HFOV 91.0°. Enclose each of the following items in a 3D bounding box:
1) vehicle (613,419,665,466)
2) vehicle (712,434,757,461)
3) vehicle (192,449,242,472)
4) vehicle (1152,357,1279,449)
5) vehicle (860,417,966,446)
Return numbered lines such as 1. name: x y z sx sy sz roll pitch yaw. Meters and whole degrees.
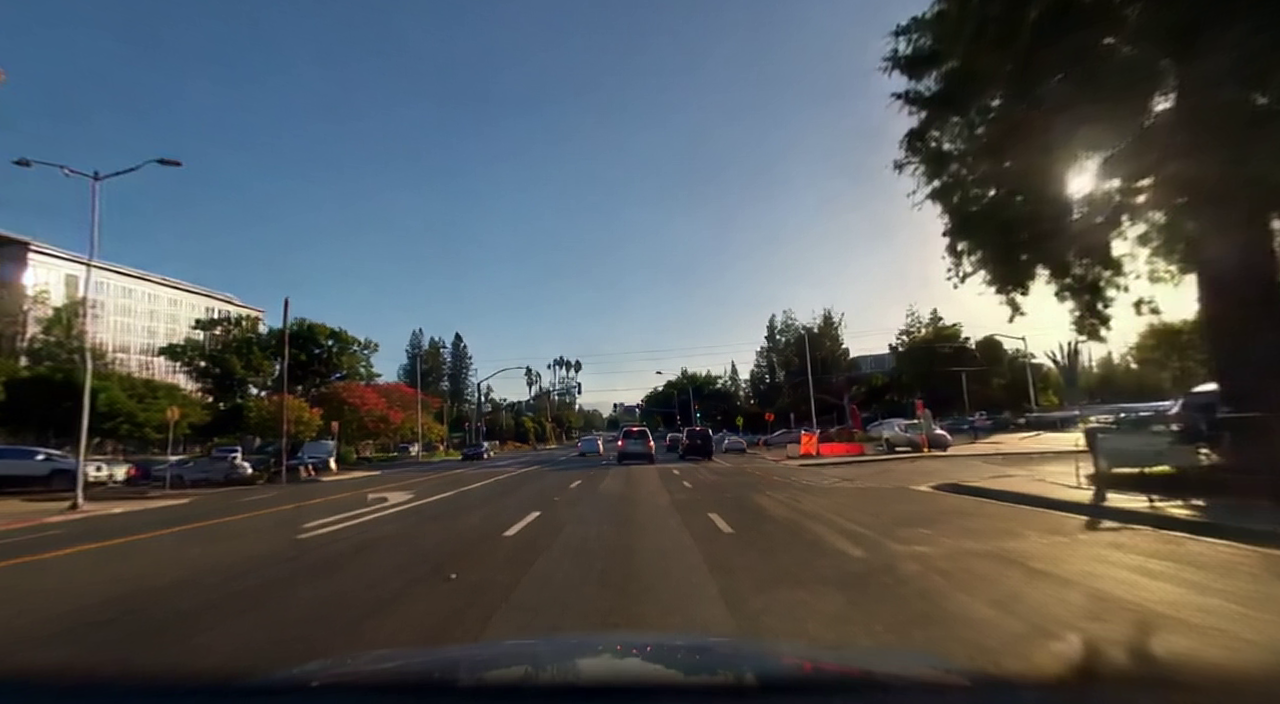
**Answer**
1. vehicle: -0.113 4.532 31.508 2.350 2.122 5.801 0 -8 -1
2. vehicle: 5.517 5.645 37.385 2.145 1.503 4.267 0 -8 2
3. vehicle: -33.224 8.475 49.348 4.692 1.720 1.941 -7 -11 40
4. vehicle: 16.021 1.252 15.070 5.631 2.106 2.298 -7 -11 37
5. vehicle: 15.032 4.433 34.717 4.986 1.467 2.025 -6 -10 34
